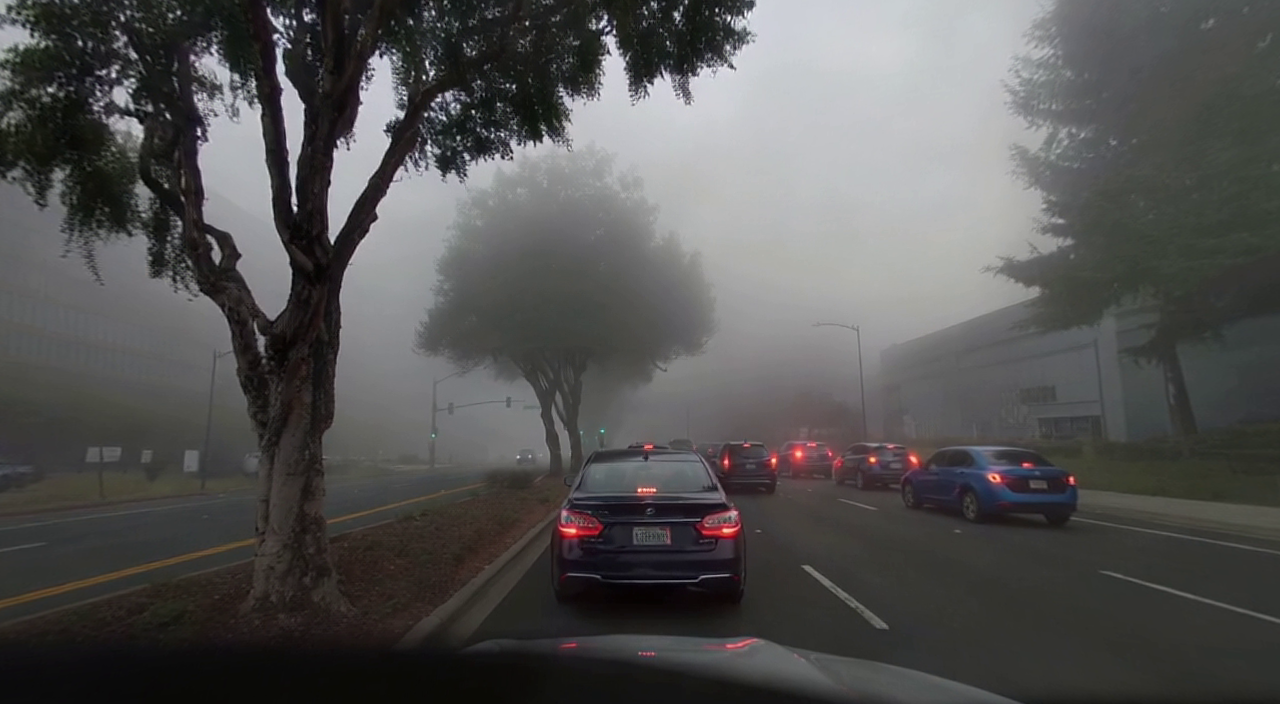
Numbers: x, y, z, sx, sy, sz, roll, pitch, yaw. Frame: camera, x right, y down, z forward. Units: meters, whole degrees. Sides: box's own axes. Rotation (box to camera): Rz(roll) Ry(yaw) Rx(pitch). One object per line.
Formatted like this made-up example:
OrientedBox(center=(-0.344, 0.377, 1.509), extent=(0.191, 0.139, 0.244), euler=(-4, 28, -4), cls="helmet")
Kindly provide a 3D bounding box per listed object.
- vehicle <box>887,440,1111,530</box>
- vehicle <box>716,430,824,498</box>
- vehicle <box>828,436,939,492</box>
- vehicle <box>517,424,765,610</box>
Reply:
OrientedBox(center=(6.848, 2.537, 12.732), extent=(1.911, 1.468, 4.417), euler=(0, -8, 0), cls="vehicle")
OrientedBox(center=(3.616, 3.204, 18.463), extent=(2.114, 1.736, 4.553), euler=(0, -8, -1), cls="vehicle")
OrientedBox(center=(7.952, 3.674, 21.114), extent=(1.963, 1.637, 4.527), euler=(0, -8, 1), cls="vehicle")
OrientedBox(center=(-0.028, 1.642, 7.288), extent=(1.977, 1.465, 4.376), euler=(0, -8, -1), cls="vehicle")
